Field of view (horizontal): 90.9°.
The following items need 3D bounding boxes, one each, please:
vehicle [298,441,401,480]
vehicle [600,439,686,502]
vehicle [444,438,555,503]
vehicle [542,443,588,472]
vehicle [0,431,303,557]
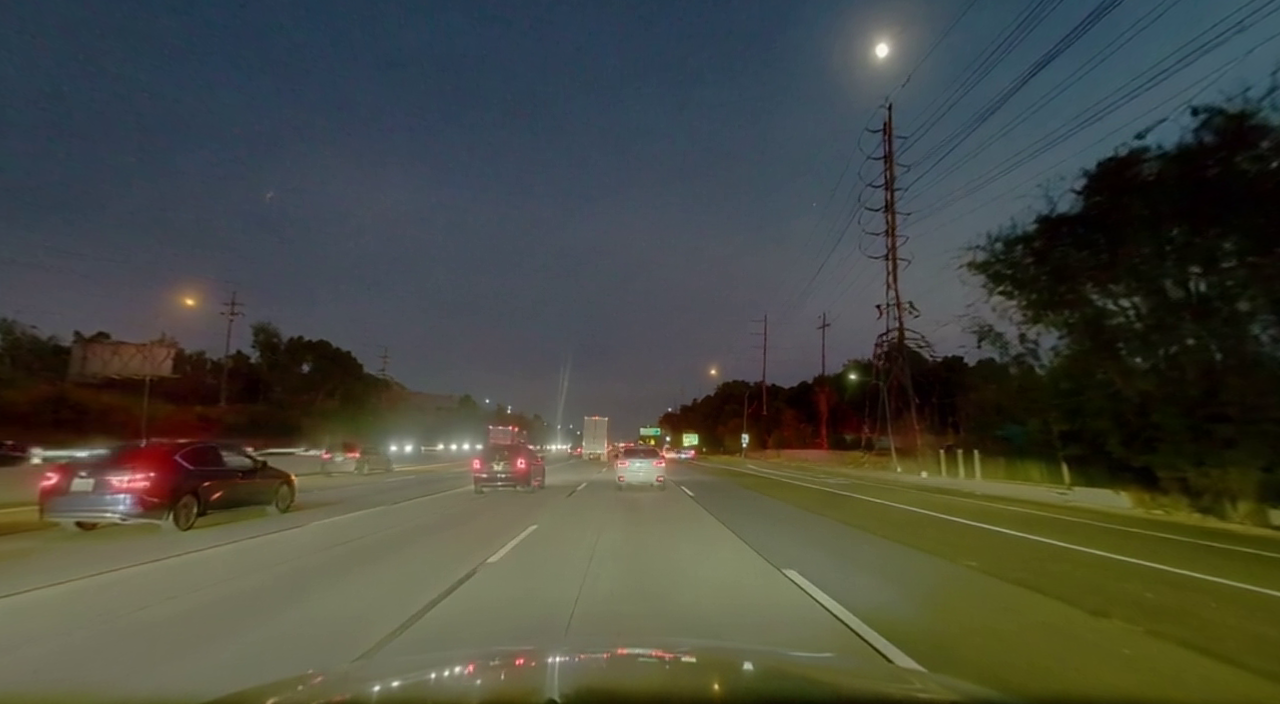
[{"bbox_3d":[-12.286,4.606,27.122,2.089,1.500,4.780,0,-9,1],"label":"vehicle"},{"bbox_3d":[-0.008,3.132,17.129,2.018,1.470,4.491,0,-9,-2],"label":"vehicle"},{"bbox_3d":[-3.511,3.037,16.581,1.912,1.464,4.115,0,-9,1],"label":"vehicle"},{"bbox_3d":[-4.008,5.705,34.336,2.013,1.437,3.801,0,-9,0],"label":"vehicle"},{"bbox_3d":[-7.383,2.004,9.681,1.867,1.445,4.499,0,-9,1],"label":"vehicle"}]
